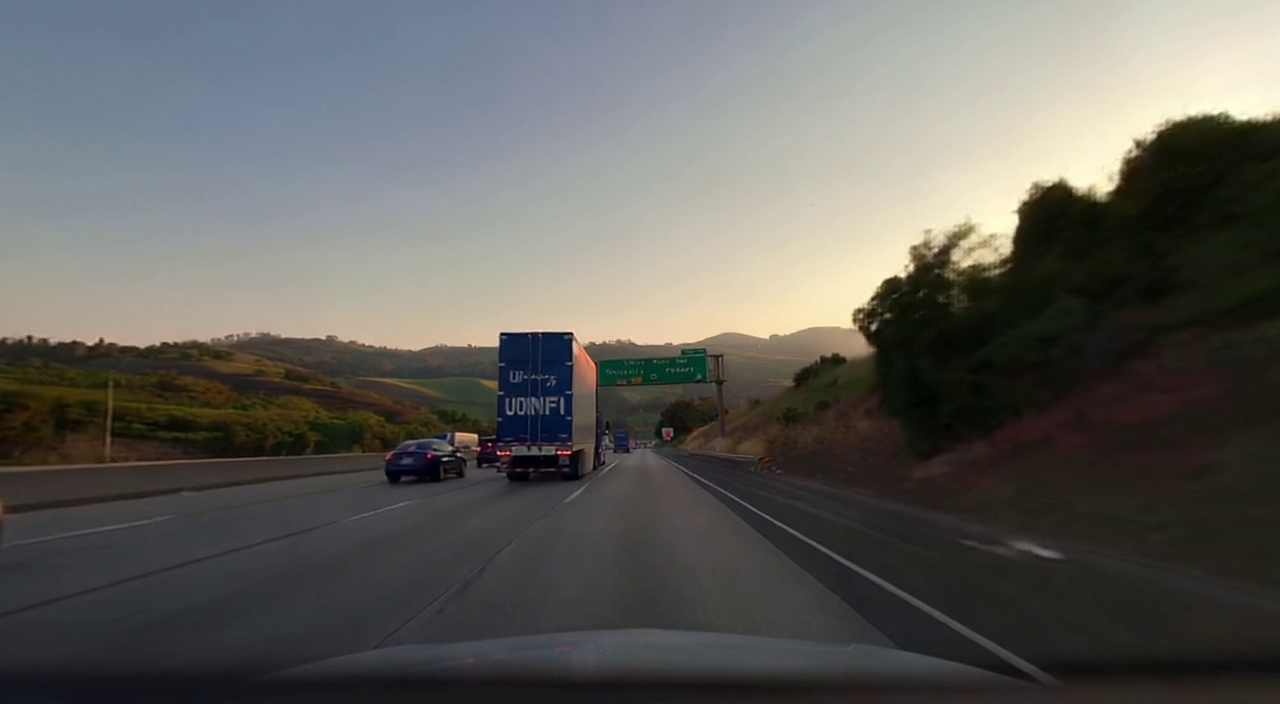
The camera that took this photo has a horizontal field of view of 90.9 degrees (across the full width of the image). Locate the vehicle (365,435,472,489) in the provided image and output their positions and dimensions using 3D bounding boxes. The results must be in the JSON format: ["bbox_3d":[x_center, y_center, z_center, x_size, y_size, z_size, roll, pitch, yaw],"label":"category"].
[{"bbox_3d":[-7.279,3.641,21.299,1.949,1.604,4.456,0,-8,1],"label":"vehicle"}]

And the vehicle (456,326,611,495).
[{"bbox_3d":[-3.104,2.649,24.410,3.202,4.352,16.251,0,-8,0],"label":"vehicle"}]
